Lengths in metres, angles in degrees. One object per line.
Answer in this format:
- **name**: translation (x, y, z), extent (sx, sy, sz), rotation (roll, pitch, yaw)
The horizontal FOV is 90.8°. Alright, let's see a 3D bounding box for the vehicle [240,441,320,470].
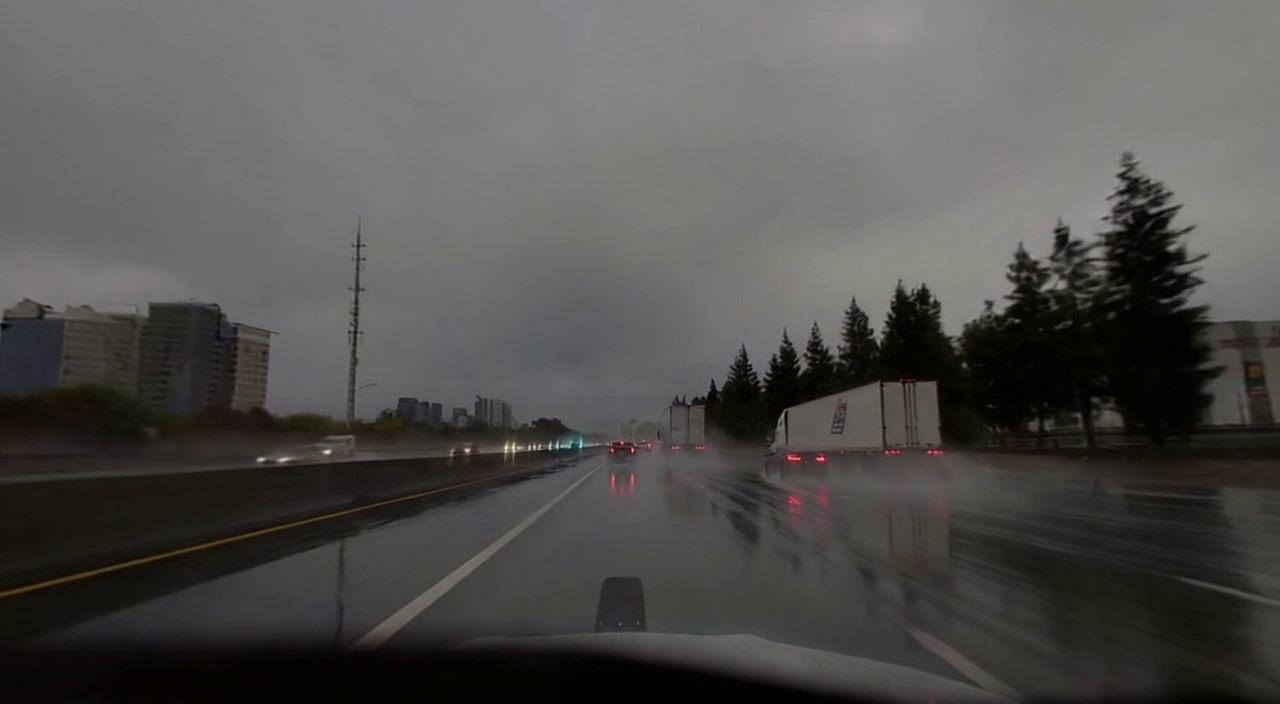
- **vehicle**: translation (-20.316, 5.855, 35.859), extent (1.925, 1.548, 4.544), rotation (0, -9, -1)

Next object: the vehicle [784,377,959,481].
- **vehicle**: translation (11.253, 4.373, 34.055), extent (2.898, 4.171, 17.188), rotation (0, -9, 0)

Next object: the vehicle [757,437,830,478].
- **vehicle**: translation (6.736, 4.698, 28.259), extent (2.154, 1.658, 4.347), rotation (0, -9, -1)

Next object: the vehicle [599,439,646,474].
- **vehicle**: translation (-0.836, 5.111, 31.038), extent (2.163, 1.551, 4.180), rotation (0, -9, -1)

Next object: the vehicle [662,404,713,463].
- **vehicle**: translation (3.488, 6.482, 49.512), extent (2.999, 4.127, 10.526), rotation (0, -9, -1)
